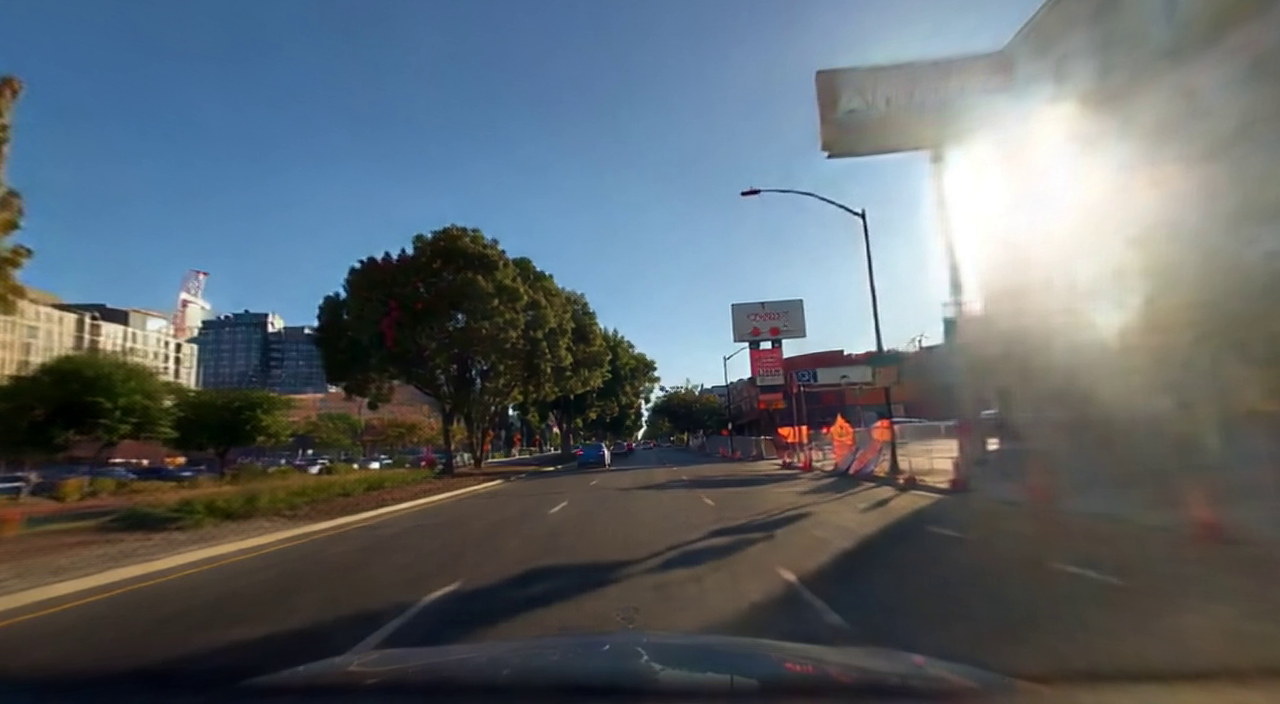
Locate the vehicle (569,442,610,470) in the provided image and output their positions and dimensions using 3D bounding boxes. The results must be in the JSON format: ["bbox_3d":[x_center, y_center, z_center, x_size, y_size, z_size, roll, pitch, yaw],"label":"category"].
[{"bbox_3d":[-2.791,5.835,35.504,1.926,1.442,4.231,0,-8,1],"label":"vehicle"}]

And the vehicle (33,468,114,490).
[{"bbox_3d":[-42.166,9.437,46.932,4.408,1.475,1.792,-1,-9,4],"label":"vehicle"}]
